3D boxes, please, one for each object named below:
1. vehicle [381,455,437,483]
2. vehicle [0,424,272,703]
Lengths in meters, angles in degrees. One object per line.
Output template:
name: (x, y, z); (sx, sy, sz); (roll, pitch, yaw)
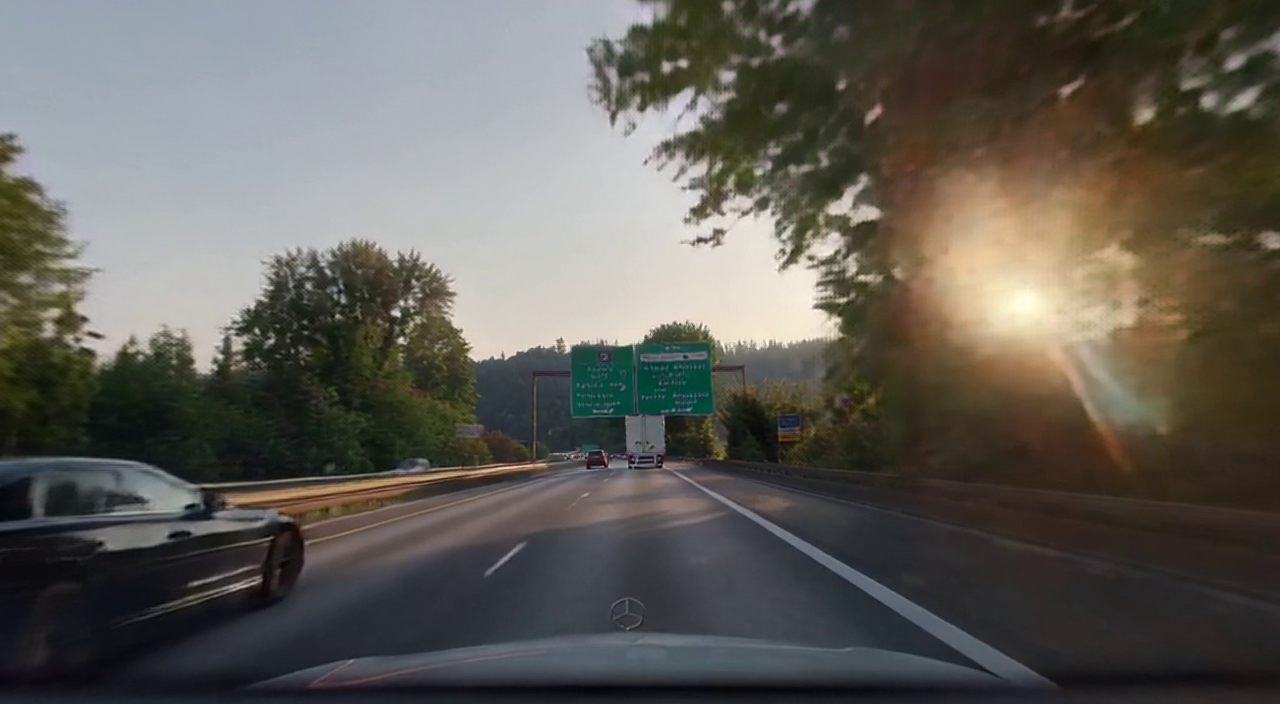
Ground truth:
vehicle: (-12.983, 6.591, 35.655); (1.790, 1.452, 3.669); (0, -9, -1)
vehicle: (-4.045, 1.090, 3.047); (1.968, 1.460, 4.227); (0, -9, 0)
